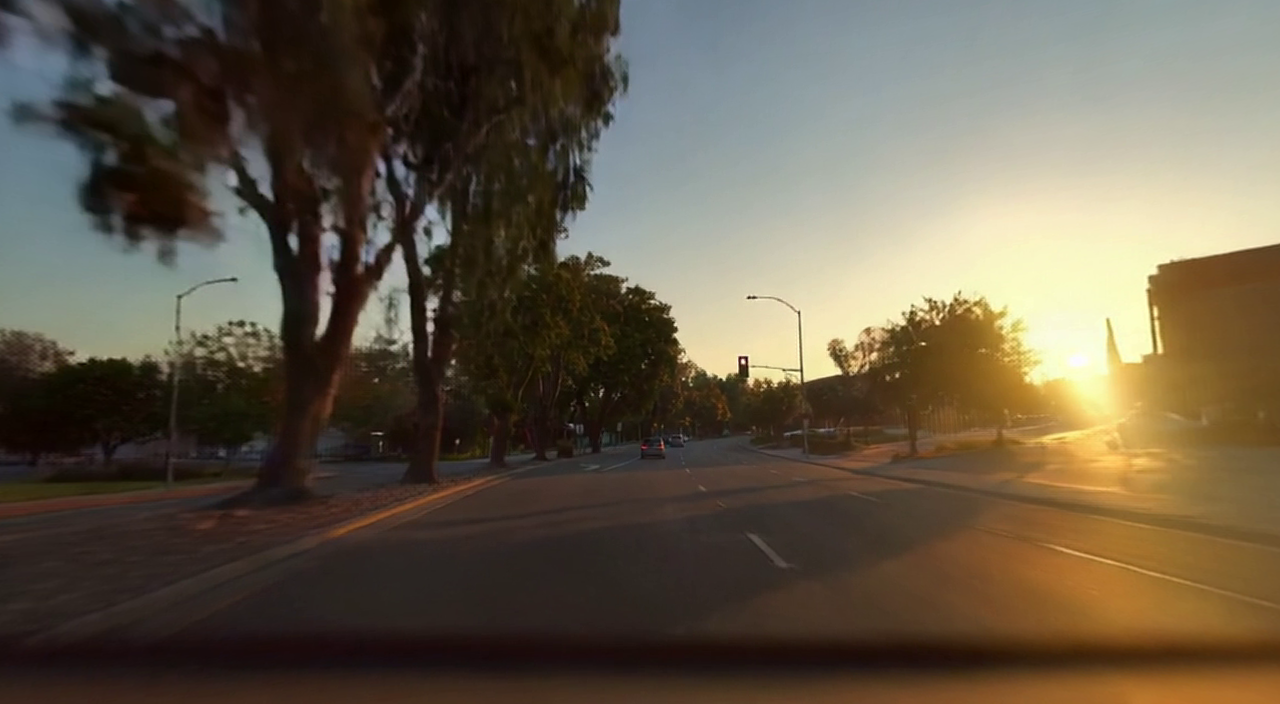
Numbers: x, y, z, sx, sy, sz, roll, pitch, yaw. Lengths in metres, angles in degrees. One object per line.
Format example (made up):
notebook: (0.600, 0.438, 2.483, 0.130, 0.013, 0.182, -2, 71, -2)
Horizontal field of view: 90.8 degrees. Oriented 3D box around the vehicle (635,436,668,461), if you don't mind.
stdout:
vehicle: (0.848, 6.551, 43.020, 2.037, 1.568, 3.693, -1, -8, 4)
